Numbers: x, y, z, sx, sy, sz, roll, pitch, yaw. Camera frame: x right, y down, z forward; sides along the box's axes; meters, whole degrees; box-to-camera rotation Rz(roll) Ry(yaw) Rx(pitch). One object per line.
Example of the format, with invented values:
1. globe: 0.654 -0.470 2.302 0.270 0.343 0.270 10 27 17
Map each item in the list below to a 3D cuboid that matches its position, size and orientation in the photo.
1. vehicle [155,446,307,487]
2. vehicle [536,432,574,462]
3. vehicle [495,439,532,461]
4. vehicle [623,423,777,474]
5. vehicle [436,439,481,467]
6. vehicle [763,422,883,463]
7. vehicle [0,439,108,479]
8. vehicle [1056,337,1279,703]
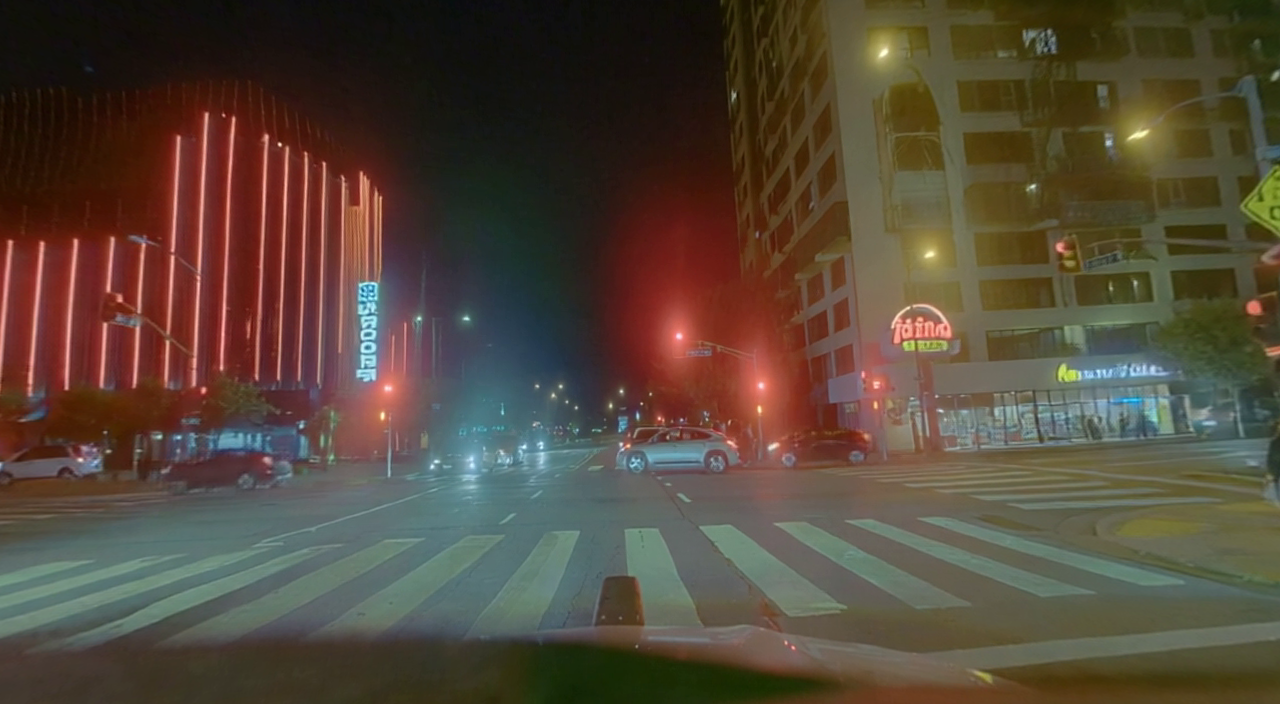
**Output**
1. vehicle: -15.441 4.338 24.088 4.475 1.458 1.681 1 -9 -8
2. vehicle: -5.126 5.800 38.608 1.976 1.683 4.117 0 -8 -4
3. vehicle: -8.645 6.738 43.525 1.906 1.402 4.904 0 -8 -4
4. vehicle: 1.878 3.105 20.404 4.612 1.521 1.811 1 -9 -10
5. vehicle: -10.885 6.097 38.205 1.885 1.545 4.124 1 -8 -6
6. vehicle: 7.787 3.883 27.104 4.513 1.682 1.810 1 -9 -7
7. vehicle: -31.541 5.615 33.537 2.205 1.903 5.877 1 -9 -10
8. vehicle: 3.013 0.609 0.866 1.866 1.654 4.354 0 -8 0
